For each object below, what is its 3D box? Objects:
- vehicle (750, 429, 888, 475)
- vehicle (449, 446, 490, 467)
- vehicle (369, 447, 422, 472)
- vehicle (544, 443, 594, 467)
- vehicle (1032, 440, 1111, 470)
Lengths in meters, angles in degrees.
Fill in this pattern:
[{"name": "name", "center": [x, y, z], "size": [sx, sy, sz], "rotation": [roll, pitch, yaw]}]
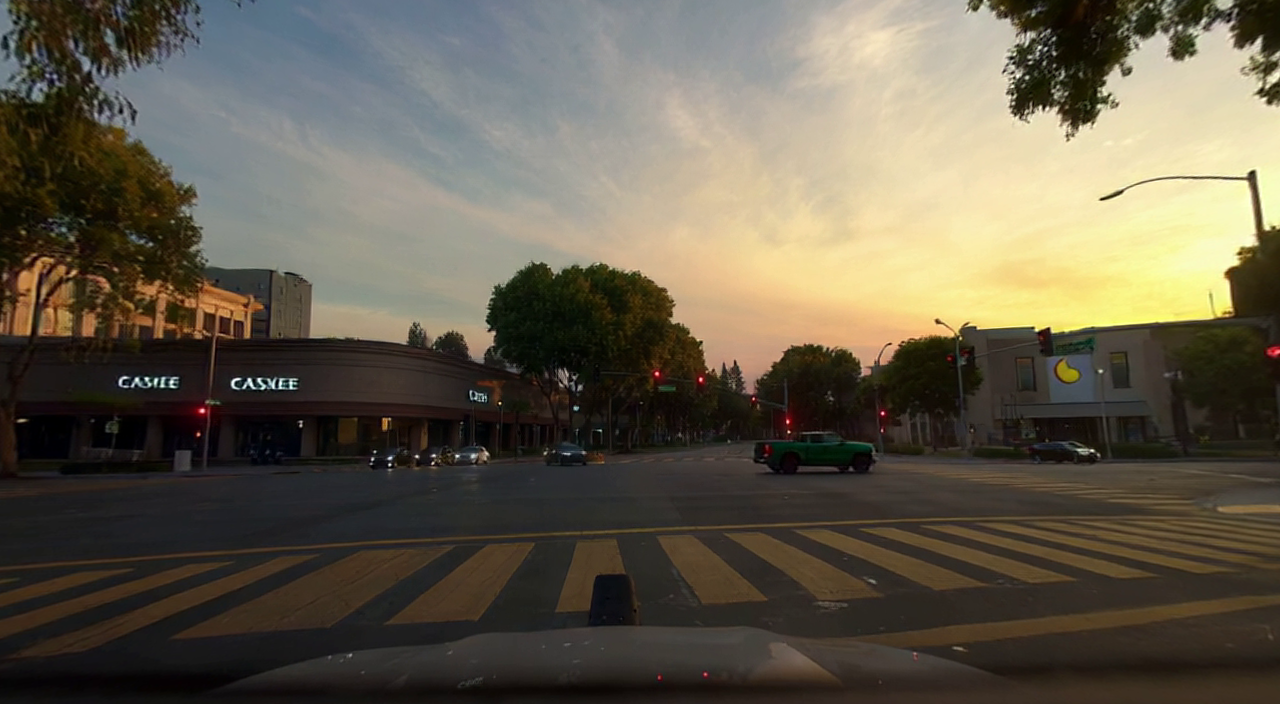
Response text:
[{"name": "vehicle", "center": [7.908, 4.495, 28.413], "size": [5.667, 1.927, 2.289], "rotation": [-2, -9, 13]}, {"name": "vehicle", "center": [-12.629, 7.762, 47.081], "size": [1.946, 1.474, 4.008], "rotation": [0, -9, 0]}, {"name": "vehicle", "center": [-16.265, 7.144, 42.251], "size": [1.883, 1.586, 4.297], "rotation": [0, -9, 0]}, {"name": "vehicle", "center": [-4.620, 6.564, 40.439], "size": [1.879, 1.464, 4.457], "rotation": [4, -9, -24]}, {"name": "vehicle", "center": [26.347, 6.267, 38.561], "size": [4.541, 1.731, 2.007], "rotation": [5, -10, -28]}]
